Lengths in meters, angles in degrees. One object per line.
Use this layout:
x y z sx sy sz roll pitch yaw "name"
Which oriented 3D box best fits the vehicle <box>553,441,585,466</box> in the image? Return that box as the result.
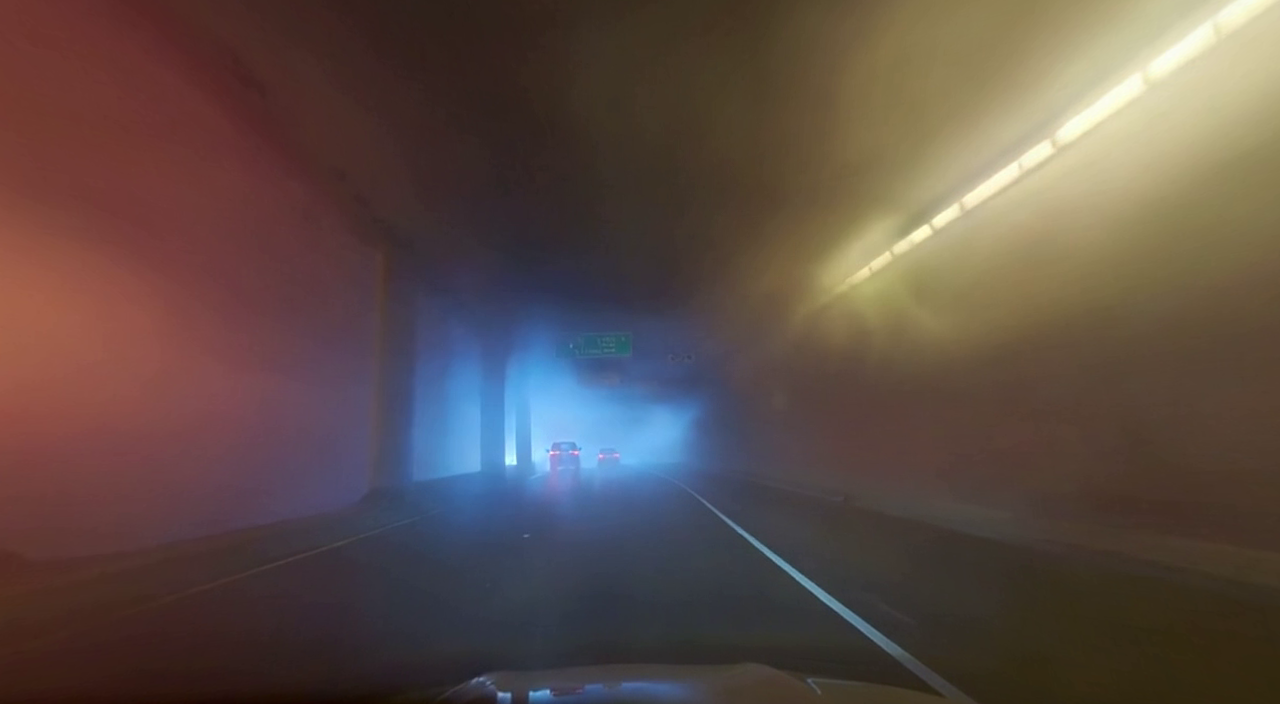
-5.070 7.326 45.718 1.961 1.725 4.315 0 -8 -2 "vehicle"
